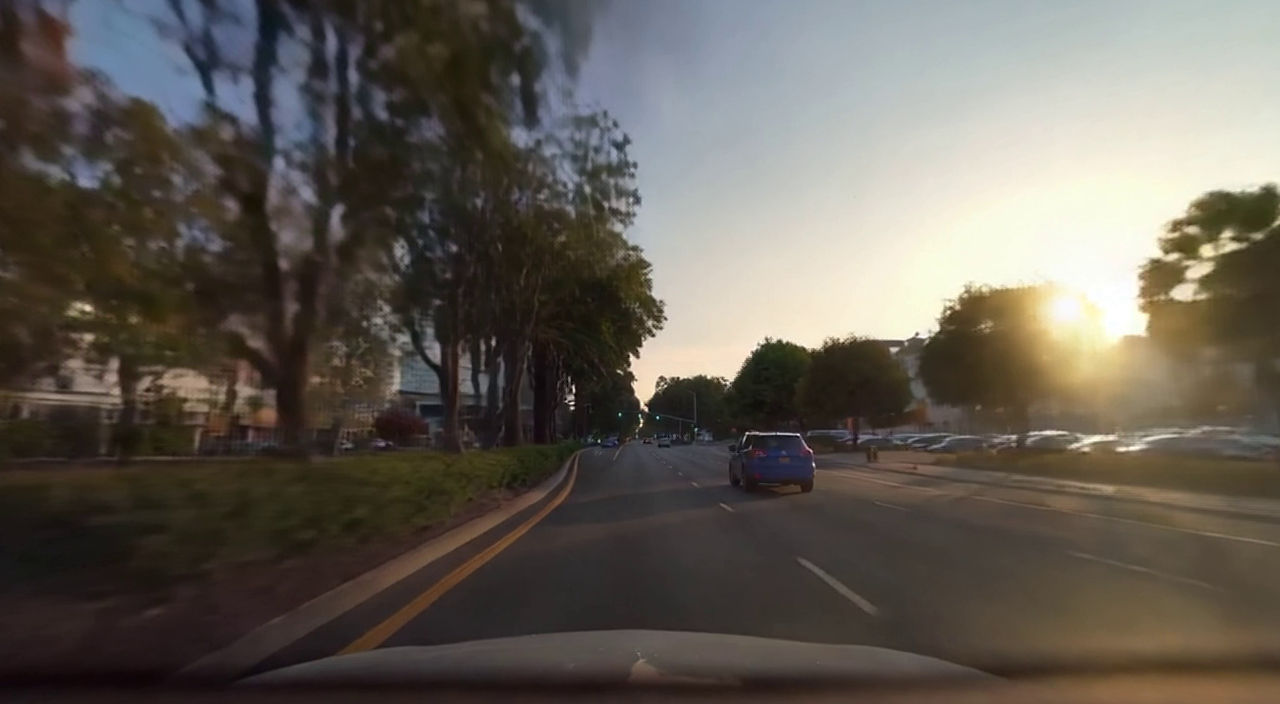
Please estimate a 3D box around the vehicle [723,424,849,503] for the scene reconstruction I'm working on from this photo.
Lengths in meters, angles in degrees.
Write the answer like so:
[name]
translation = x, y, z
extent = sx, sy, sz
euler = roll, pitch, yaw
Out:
[vehicle]
translation = 3.464, 2.743, 15.896
extent = 2.072, 1.696, 4.177
euler = 0, -8, -1
